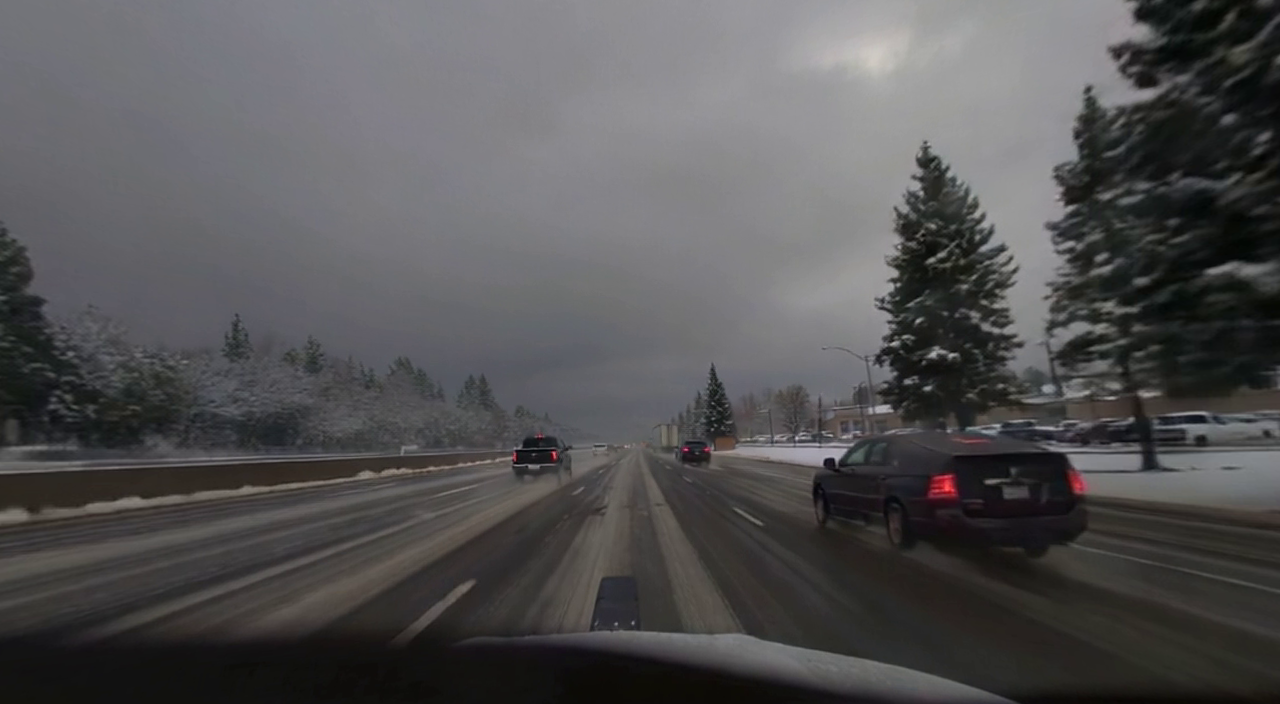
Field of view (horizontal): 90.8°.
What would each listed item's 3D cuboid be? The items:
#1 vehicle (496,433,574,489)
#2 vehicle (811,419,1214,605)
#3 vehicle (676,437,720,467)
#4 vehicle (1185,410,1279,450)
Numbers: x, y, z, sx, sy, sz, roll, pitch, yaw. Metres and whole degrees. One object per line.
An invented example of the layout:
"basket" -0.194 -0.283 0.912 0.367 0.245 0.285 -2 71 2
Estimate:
"vehicle" -3.616 3.842 22.618 1.987 1.765 4.508 0 -8 0
"vehicle" 3.737 1.673 7.628 1.957 1.510 4.643 0 -8 -1
"vehicle" 3.621 6.326 40.156 2.198 1.807 4.530 0 -8 -2
"vehicle" 29.189 3.714 29.952 4.686 1.840 2.075 0 -8 -1
